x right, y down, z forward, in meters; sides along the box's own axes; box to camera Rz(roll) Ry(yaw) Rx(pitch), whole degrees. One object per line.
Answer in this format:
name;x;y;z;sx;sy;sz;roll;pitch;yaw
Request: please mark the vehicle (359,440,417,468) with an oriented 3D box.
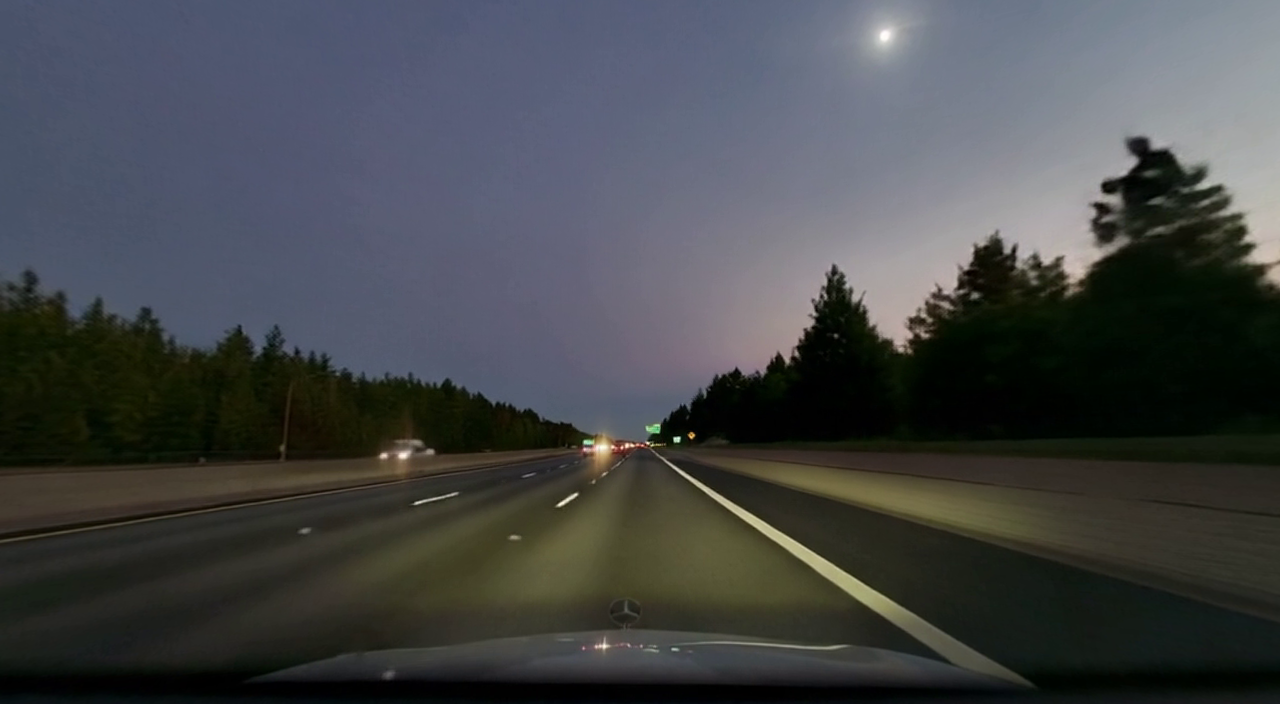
vehicle;-17.797;7.228;44.733;2.020;1.845;4.972;0;-8;1
